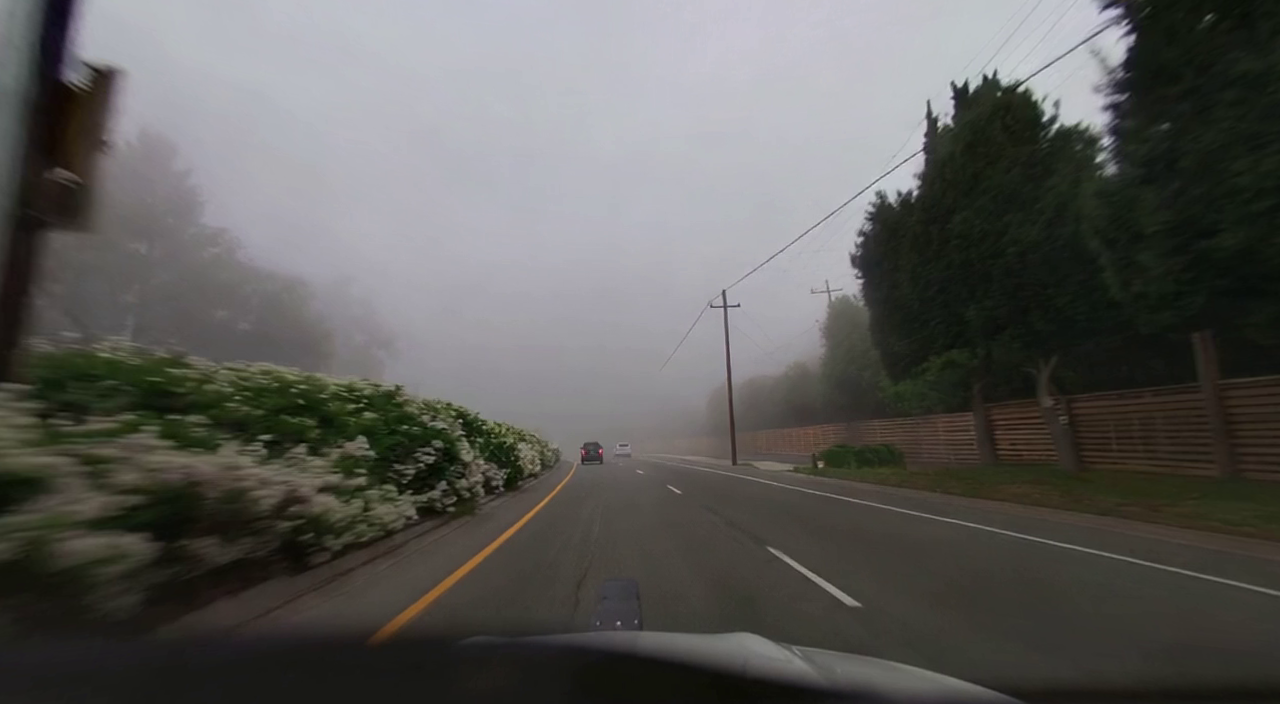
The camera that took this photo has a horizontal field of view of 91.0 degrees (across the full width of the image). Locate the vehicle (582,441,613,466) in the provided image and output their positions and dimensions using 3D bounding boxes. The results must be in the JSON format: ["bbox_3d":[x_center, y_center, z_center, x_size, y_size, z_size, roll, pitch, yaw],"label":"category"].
[{"bbox_3d":[-3.028,7.015,43.841,2.005,1.633,4.044,1,-8,-6],"label":"vehicle"}]
